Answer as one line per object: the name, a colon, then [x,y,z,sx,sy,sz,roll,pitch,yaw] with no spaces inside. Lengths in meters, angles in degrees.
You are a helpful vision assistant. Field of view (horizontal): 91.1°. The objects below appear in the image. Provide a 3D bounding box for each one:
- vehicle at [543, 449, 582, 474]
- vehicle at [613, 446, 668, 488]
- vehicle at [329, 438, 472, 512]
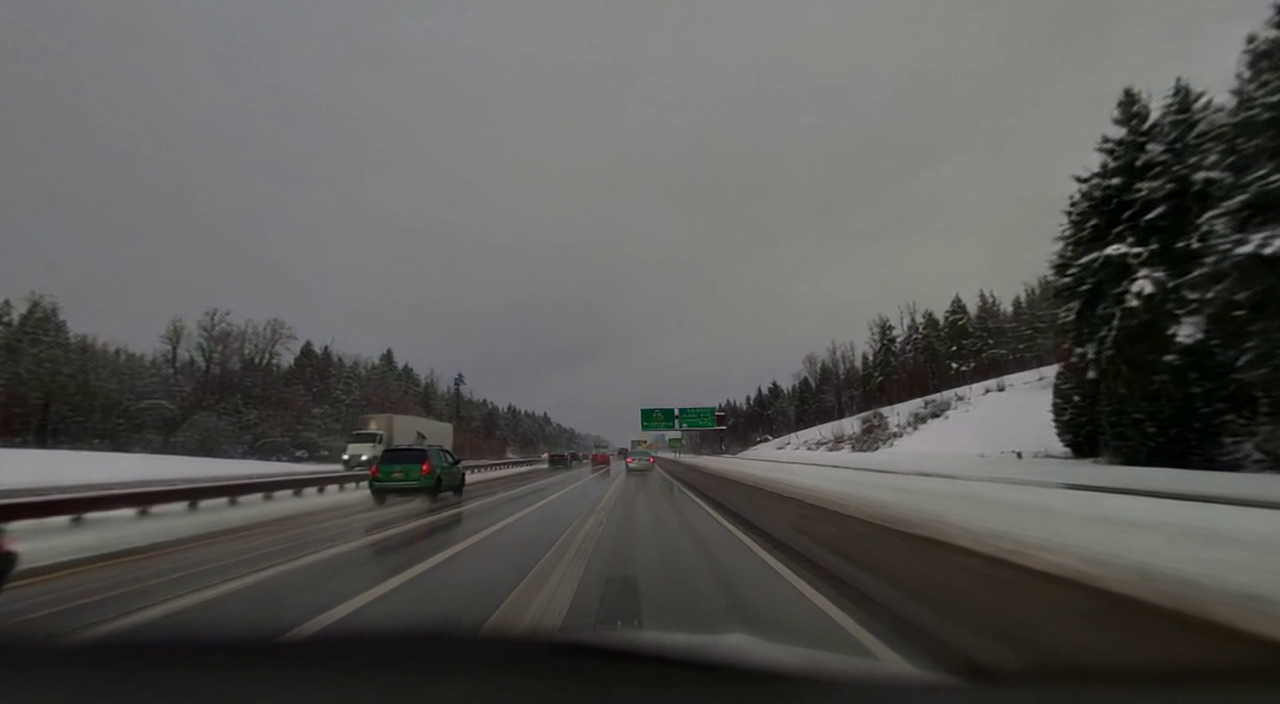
vehicle: [-4.846,6.915,39.935,1.892,1.481,4.180,0,-9,1]
vehicle: [0.000,4.389,24.224,1.940,1.451,3.512,0,-9,-1]
vehicle: [-5.973,3.107,16.320,2.058,1.626,4.118,0,-9,0]
